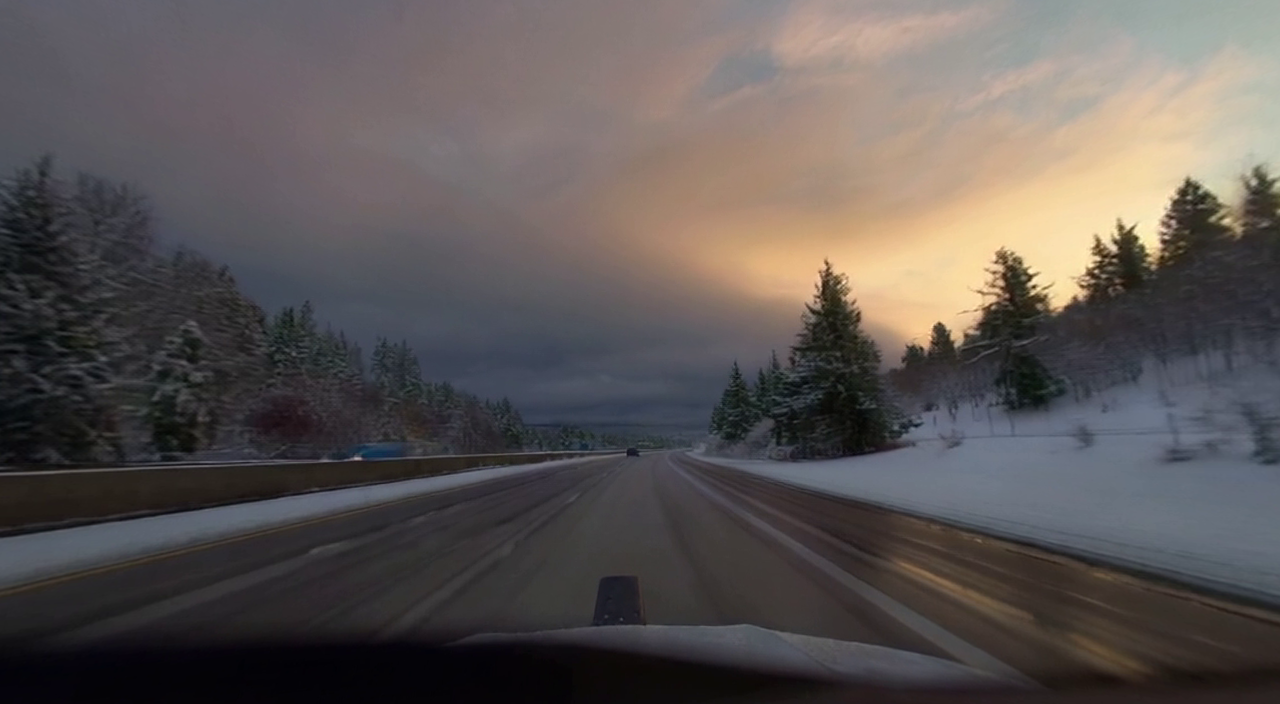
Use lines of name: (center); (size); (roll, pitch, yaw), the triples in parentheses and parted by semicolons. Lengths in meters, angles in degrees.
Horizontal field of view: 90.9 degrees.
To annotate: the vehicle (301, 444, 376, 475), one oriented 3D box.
vehicle: (-15.962, 5.714, 33.642); (1.810, 1.496, 4.271); (0, -9, 1)
